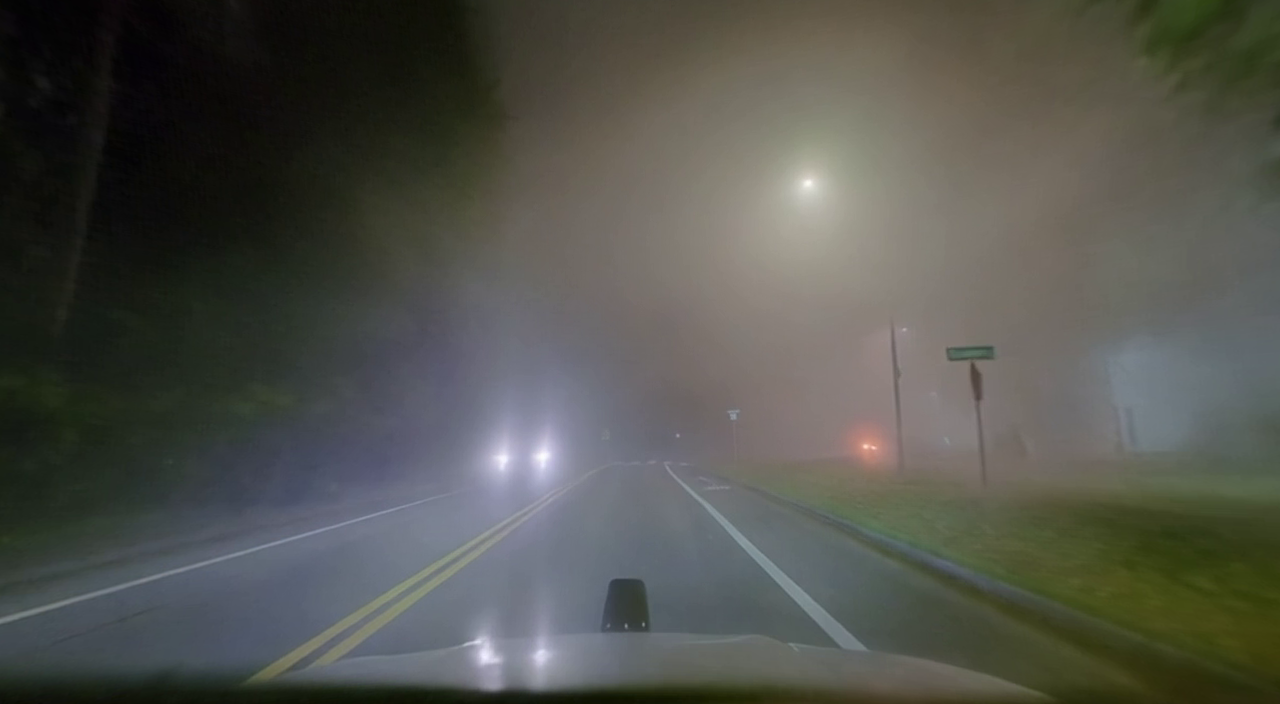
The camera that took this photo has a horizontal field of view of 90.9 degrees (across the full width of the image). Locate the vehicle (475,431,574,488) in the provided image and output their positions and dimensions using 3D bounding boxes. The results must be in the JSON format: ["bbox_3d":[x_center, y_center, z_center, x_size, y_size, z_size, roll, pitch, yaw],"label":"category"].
[{"bbox_3d":[-3.771,3.634,21.675,2.390,1.721,4.863,0,-8,1],"label":"vehicle"}]
